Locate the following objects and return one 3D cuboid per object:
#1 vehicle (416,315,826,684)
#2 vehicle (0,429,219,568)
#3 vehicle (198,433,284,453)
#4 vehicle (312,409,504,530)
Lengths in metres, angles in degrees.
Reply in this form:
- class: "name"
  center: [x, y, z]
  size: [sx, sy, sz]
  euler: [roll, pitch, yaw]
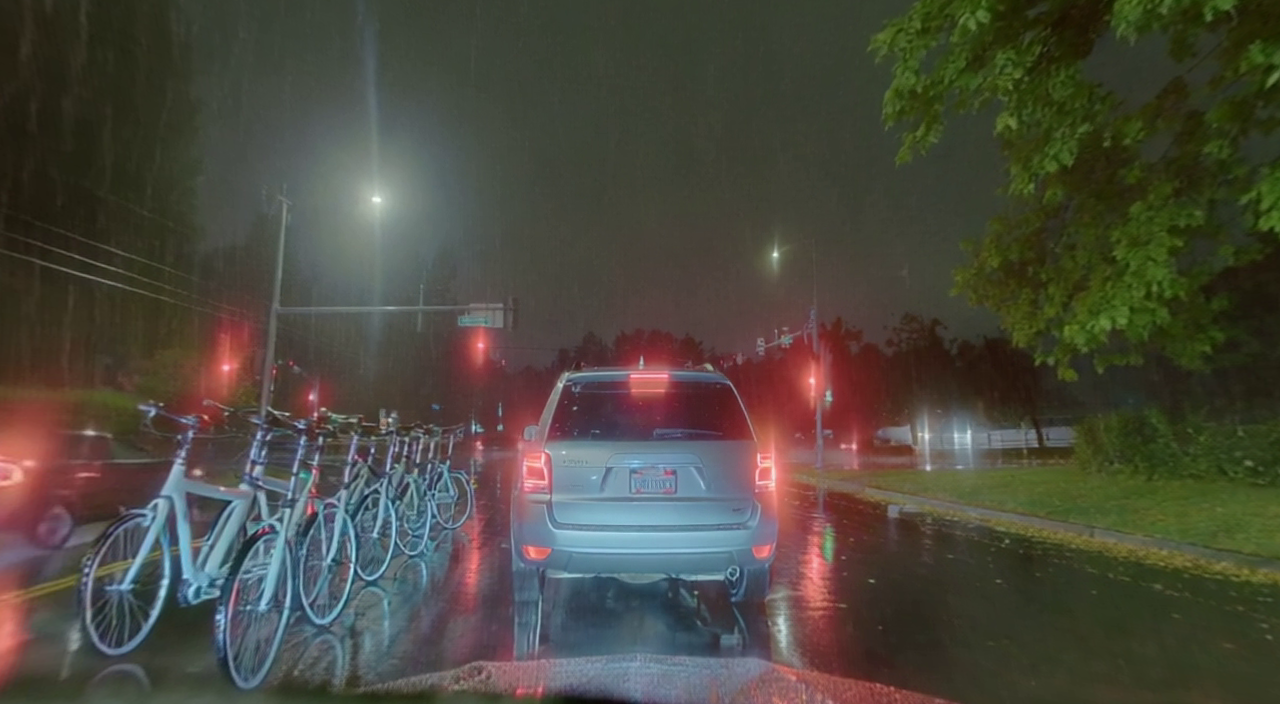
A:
- class: "vehicle"
  center: [-0.246, 1.159, 6.003]
  size: [2.333, 2.087, 4.586]
  euler: [0, -8, -4]
- class: "vehicle"
  center: [-8.007, 1.790, 8.209]
  size: [2.026, 1.479, 4.712]
  euler: [0, -8, -4]
- class: "vehicle"
  center: [-30.203, 6.912, 47.884]
  size: [5.107, 1.499, 1.778]
  euler: [1, -9, -8]
- class: "vehicle"
  center: [-4.207, 2.230, 12.643]
  size: [2.337, 1.858, 5.409]
  euler: [1, -9, -7]
